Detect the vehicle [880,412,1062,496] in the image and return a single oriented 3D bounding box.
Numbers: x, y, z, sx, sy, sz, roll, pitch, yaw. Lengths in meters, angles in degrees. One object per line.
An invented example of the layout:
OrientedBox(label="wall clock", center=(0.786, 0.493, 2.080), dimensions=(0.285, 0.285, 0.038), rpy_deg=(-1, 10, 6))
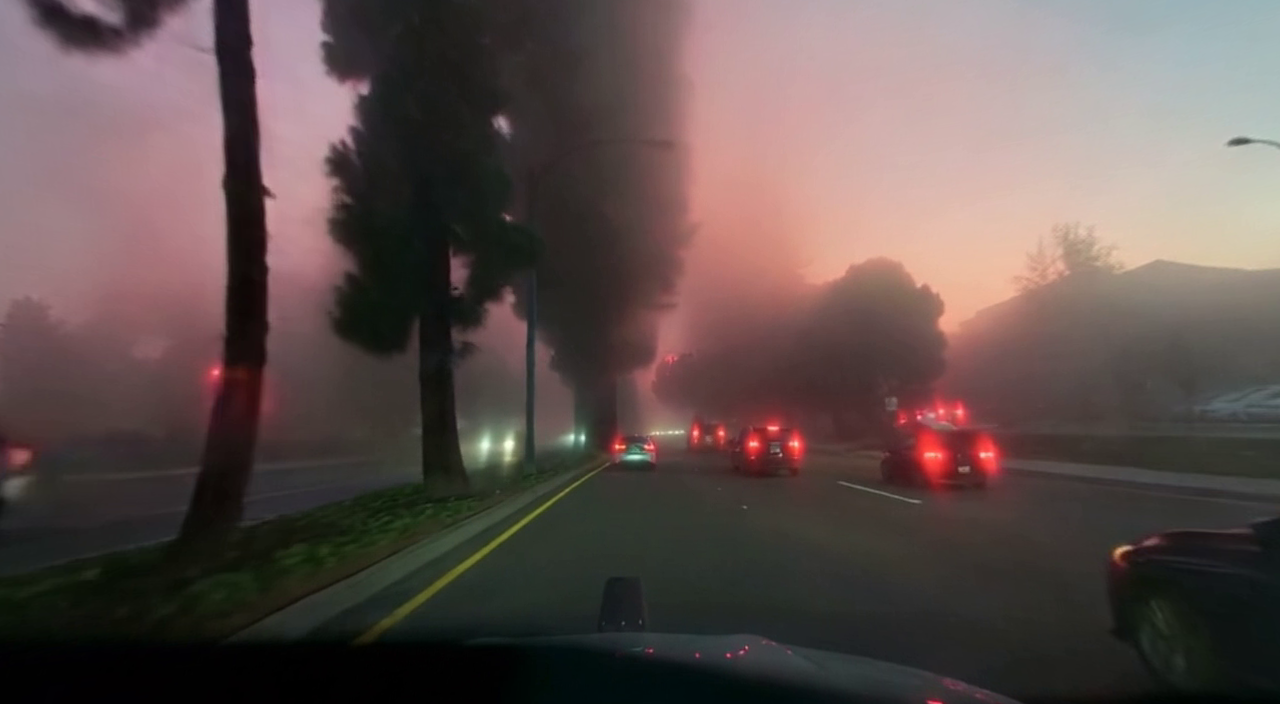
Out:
OrientedBox(label="vehicle", center=(7.651, 2.415, 15.146), dimensions=(2.008, 1.714, 4.407), rpy_deg=(0, -8, 1))

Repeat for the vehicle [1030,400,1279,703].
OrientedBox(label="vehicle", center=(3.451, 0.819, 1.609), dimensions=(2.010, 1.490, 4.639), rpy_deg=(0, -8, 2))

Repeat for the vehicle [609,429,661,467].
OrientedBox(label="vehicle", center=(-0.181, 4.215, 27.620), dimensions=(2.111, 1.506, 4.018), rpy_deg=(0, -8, 0))

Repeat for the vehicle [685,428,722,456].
OrientedBox(label="vehicle", center=(4.092, 5.887, 41.100), dimensions=(1.982, 1.709, 4.427), rpy_deg=(0, -8, 0))

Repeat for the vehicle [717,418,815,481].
OrientedBox(label="vehicle", center=(3.739, 2.987, 19.445), dimensions=(2.130, 1.718, 4.310), rpy_deg=(0, -8, 0))
